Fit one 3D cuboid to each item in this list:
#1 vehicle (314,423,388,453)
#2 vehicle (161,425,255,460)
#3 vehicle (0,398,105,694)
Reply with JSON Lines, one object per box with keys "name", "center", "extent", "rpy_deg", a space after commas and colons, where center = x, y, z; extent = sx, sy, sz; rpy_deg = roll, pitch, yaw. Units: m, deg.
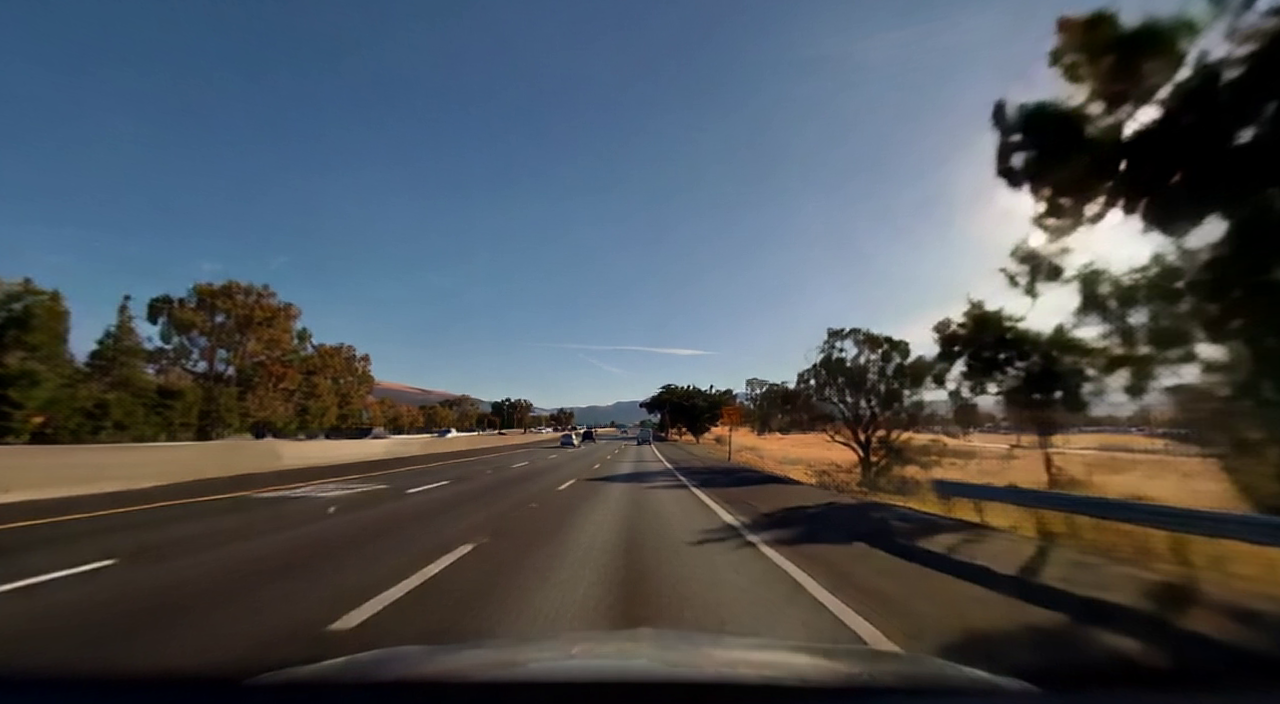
{"name": "vehicle", "center": [-17.483, 5.261, 38.444], "extent": [2.195, 1.737, 4.738], "rpy_deg": [0, -8, 0]}
{"name": "vehicle", "center": [-21.330, 4.510, 31.347], "extent": [1.805, 1.584, 3.935], "rpy_deg": [0, -8, 0]}
{"name": "vehicle", "center": [-4.451, 0.762, 1.549], "extent": [2.071, 1.556, 4.729], "rpy_deg": [0, -8, 1]}
